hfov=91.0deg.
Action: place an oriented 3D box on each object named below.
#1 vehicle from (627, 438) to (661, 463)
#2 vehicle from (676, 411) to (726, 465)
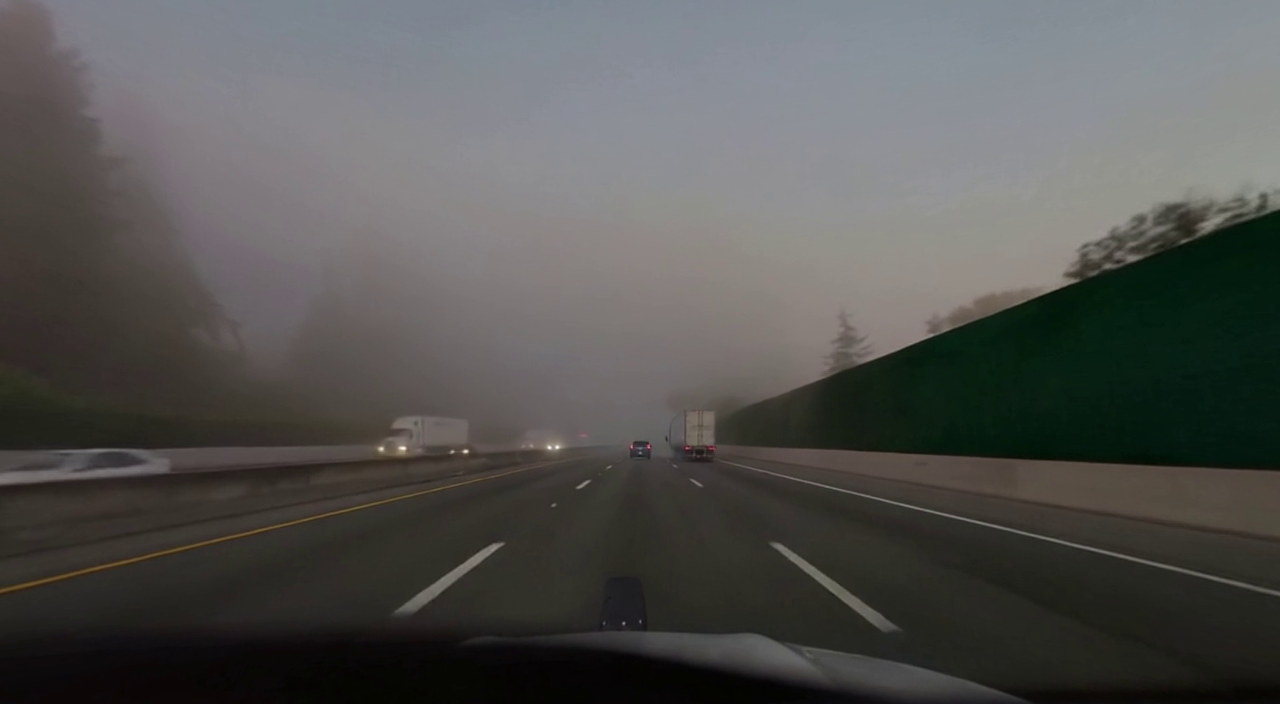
[{"bbox_3d":[0.296,7.417,47.692,2.389,1.760,4.473,0,-8,0],"label":"vehicle"},{"bbox_3d":[4.086,5.977,43.716,2.742,3.383,8.285,0,-8,1],"label":"vehicle"}]
